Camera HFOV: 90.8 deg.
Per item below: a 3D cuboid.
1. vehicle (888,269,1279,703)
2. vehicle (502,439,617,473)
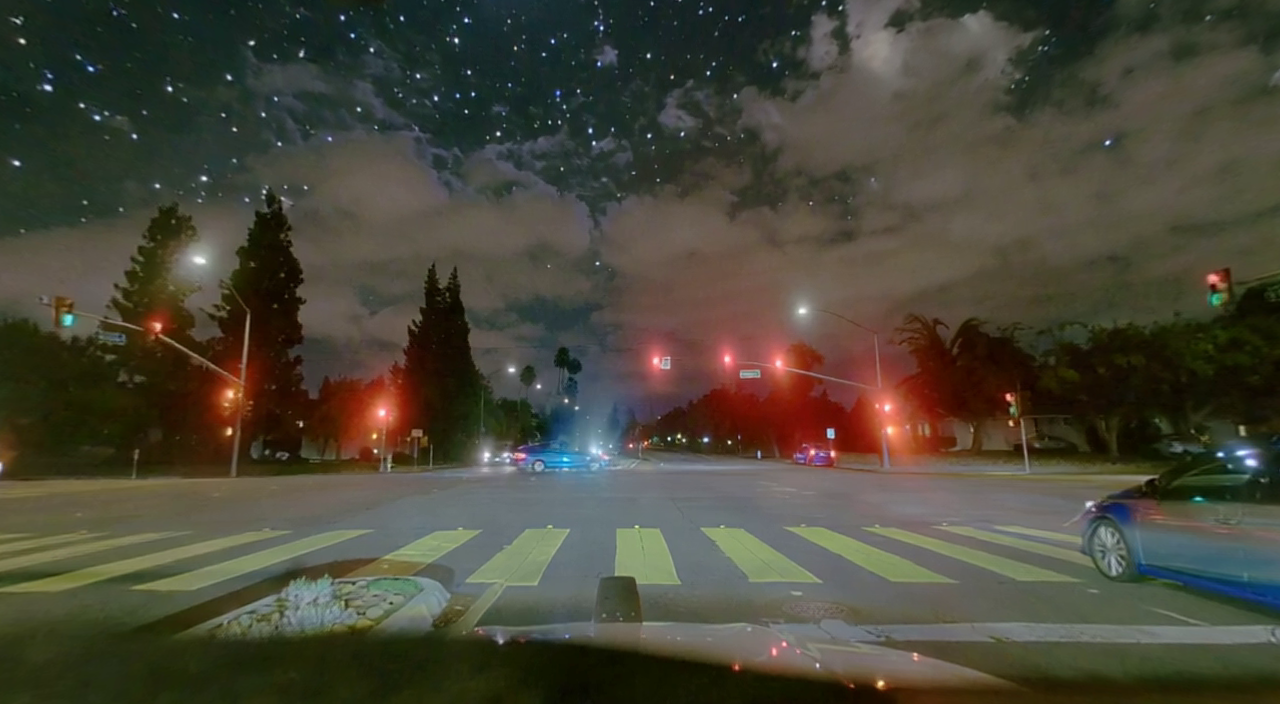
[{"bbox_3d":[2.705,0.708,1.720,2.085,1.800,4.908,0,-9,1],"label":"vehicle"},{"bbox_3d":[-3.776,4.938,30.161,4.999,1.518,2.104,6,-10,-34],"label":"vehicle"}]
